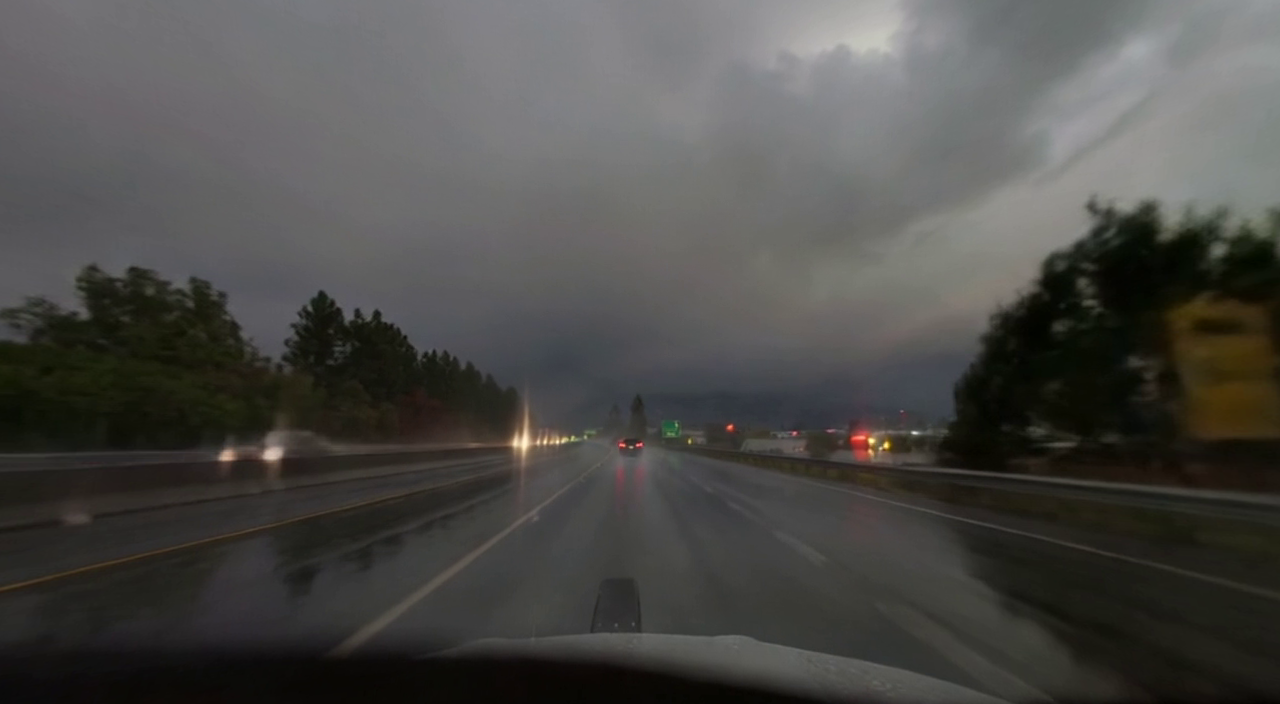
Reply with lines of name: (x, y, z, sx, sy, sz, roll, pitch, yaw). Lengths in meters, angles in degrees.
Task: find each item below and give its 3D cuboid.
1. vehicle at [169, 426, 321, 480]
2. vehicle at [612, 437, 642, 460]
vehicle: (-12.384, 3.193, 20.209, 1.901, 1.507, 4.711, 0, -8, -1)
vehicle: (-0.967, 6.883, 45.066, 2.099, 1.504, 3.843, 0, -8, -2)
